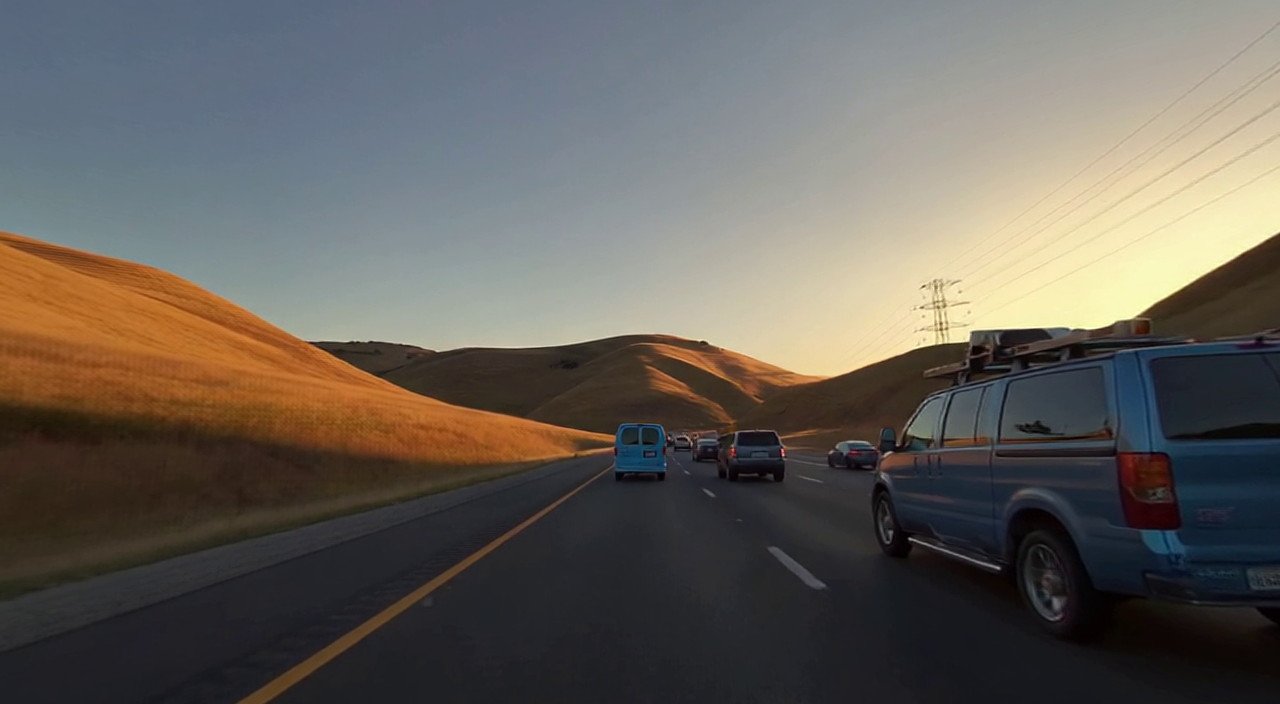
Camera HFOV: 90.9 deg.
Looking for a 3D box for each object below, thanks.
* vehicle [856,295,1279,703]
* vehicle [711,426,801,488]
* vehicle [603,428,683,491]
[{"bbox_3d":[3.894,1.026,4.487,2.691,1.901,5.744,0,-8,0],"label":"vehicle"},{"bbox_3d":[3.708,3.454,21.016,2.139,1.821,4.480,0,-8,0],"label":"vehicle"},{"bbox_3d":[0.107,3.422,20.356,2.268,1.772,4.523,0,-8,0],"label":"vehicle"}]
